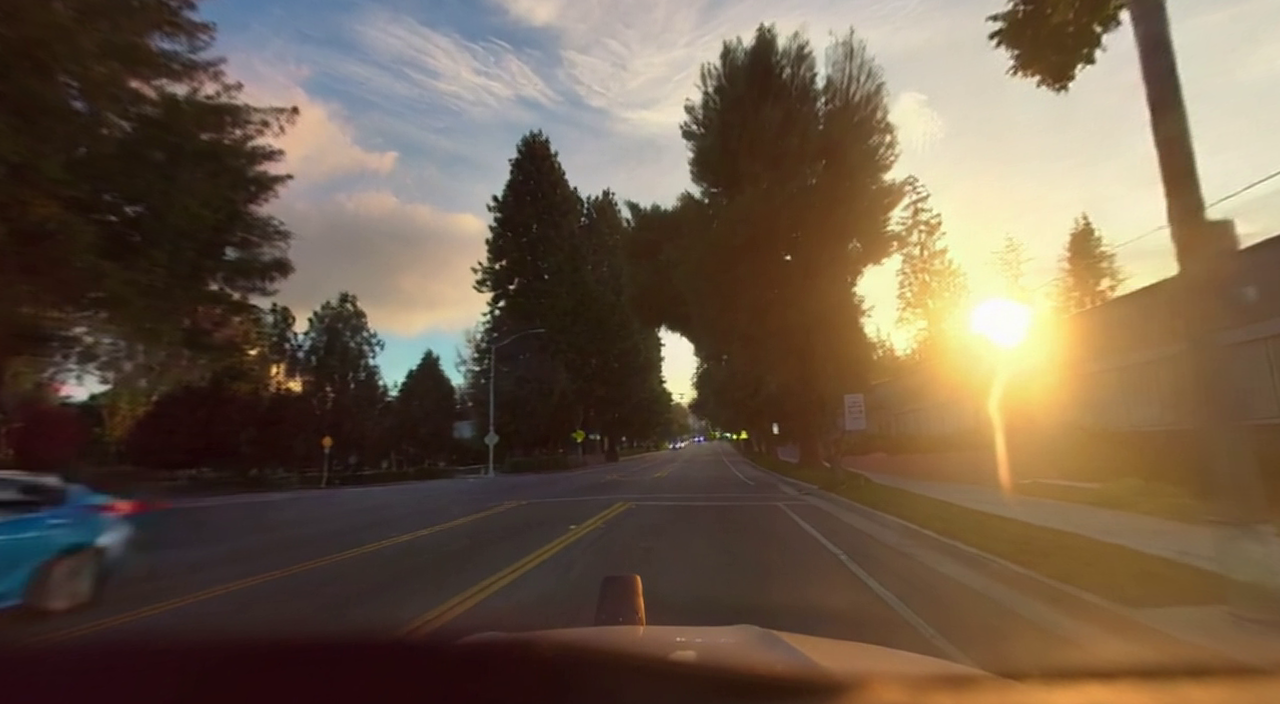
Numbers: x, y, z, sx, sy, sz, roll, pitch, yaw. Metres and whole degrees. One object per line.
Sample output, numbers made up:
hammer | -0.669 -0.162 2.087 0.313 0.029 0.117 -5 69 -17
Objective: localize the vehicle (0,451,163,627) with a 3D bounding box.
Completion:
vehicle | -6.518 1.549 4.880 1.926 1.465 4.433 -2 -8 6
